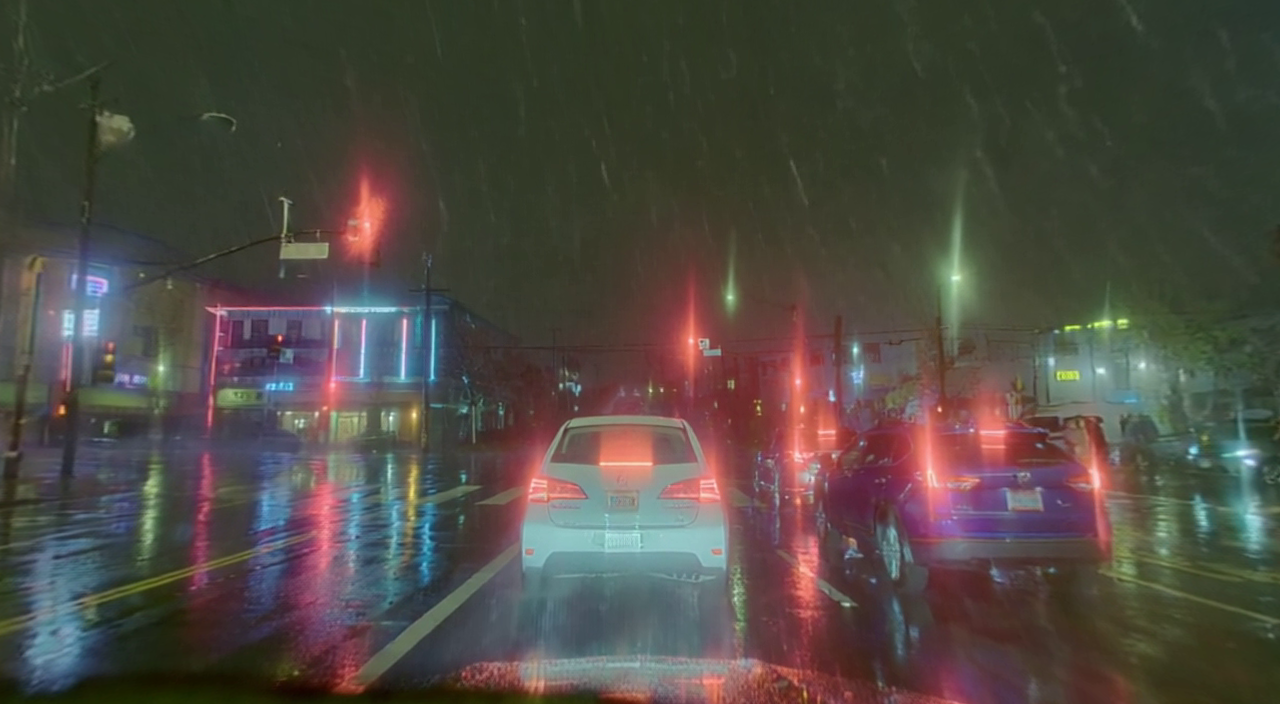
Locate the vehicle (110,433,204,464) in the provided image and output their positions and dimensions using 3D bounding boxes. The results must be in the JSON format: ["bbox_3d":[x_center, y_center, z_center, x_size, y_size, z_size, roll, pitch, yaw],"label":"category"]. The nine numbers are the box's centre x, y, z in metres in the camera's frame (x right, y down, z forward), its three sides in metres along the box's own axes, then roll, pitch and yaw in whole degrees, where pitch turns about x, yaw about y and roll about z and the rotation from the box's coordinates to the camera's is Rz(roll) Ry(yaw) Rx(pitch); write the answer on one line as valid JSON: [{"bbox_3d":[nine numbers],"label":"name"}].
[{"bbox_3d":[-26.268,5.248,34.382,4.253,1.570,2.132,-4,-9,23],"label":"vehicle"}]

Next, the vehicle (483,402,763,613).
[{"bbox_3d":[-0.124,1.533,7.233,2.123,1.589,4.702,0,-8,0],"label":"vehicle"}]

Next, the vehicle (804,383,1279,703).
[{"bbox_3d":[3.039,1.306,5.441,1.983,1.654,4.354,0,-8,-1],"label":"vehicle"}]
